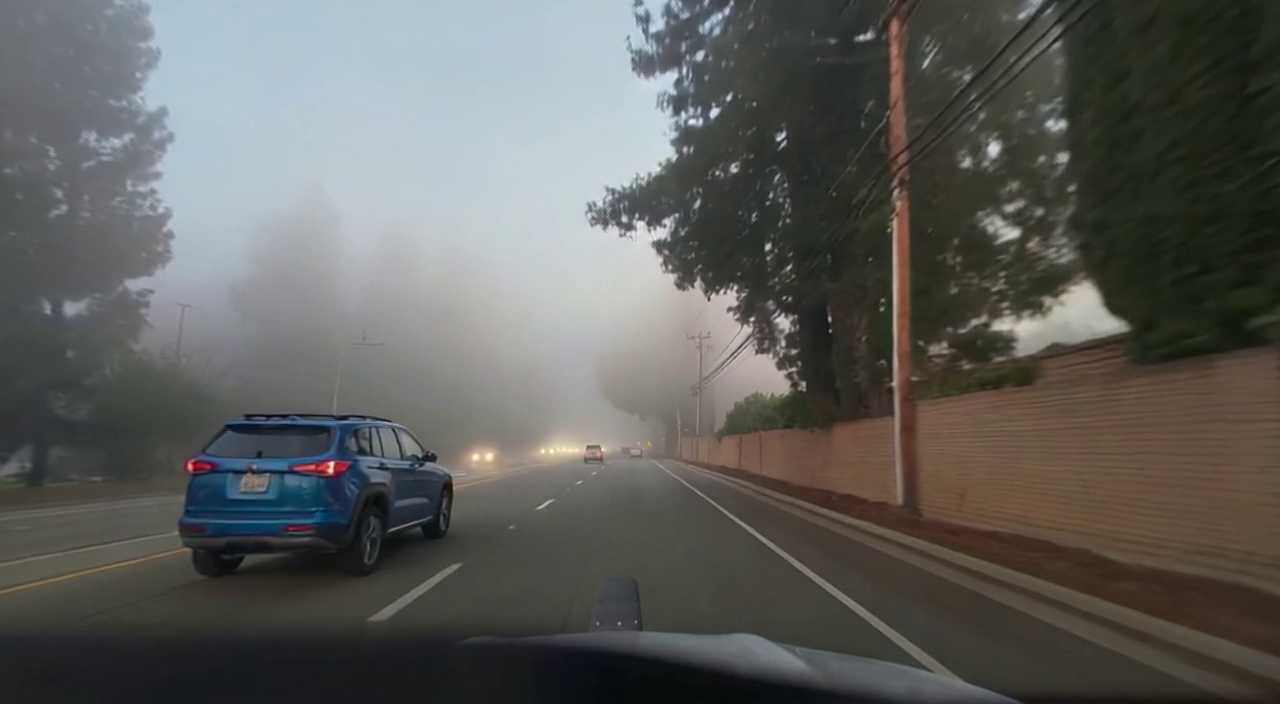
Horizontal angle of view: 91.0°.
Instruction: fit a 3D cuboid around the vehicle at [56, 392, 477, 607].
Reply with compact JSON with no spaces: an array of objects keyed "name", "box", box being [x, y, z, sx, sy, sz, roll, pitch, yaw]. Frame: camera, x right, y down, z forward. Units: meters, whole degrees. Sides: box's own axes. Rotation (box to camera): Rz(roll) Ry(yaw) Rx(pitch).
[{"name":"vehicle","box":[-3.628,1.525,7.448,2.147,1.730,4.555,0,-8,0]}]
